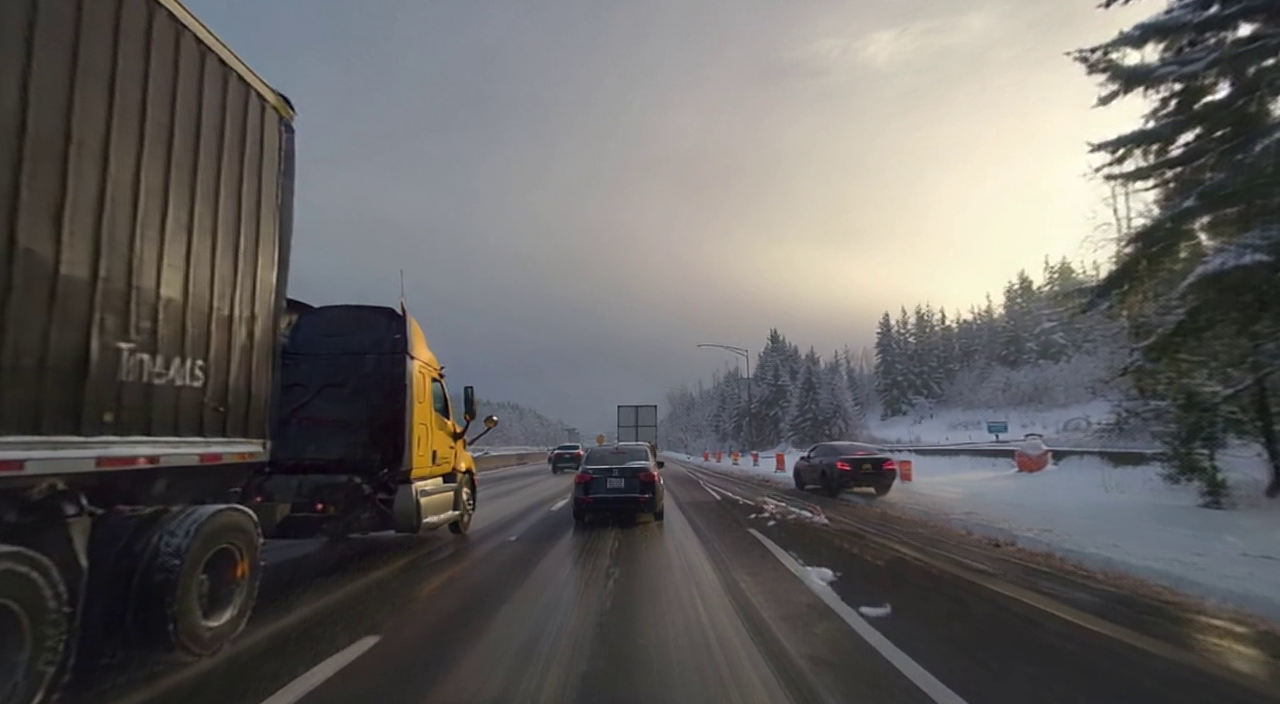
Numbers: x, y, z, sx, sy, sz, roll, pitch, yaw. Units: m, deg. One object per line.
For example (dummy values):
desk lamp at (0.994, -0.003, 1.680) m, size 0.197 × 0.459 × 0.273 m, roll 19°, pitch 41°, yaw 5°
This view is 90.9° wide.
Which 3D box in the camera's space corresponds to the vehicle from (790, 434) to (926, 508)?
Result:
vehicle at (5.239, 2.900, 15.792) m, size 1.937 × 1.601 × 3.798 m, roll 0°, pitch -9°, yaw -2°

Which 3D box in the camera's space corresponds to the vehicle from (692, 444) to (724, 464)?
vehicle at (5.260, 8.021, 49.533) m, size 1.918 × 1.479 × 4.571 m, roll 0°, pitch -9°, yaw -1°

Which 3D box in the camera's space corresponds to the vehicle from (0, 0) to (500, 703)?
vehicle at (-3.703, -0.331, 2.300) m, size 2.857 × 4.063 × 16.026 m, roll 0°, pitch -8°, yaw 0°

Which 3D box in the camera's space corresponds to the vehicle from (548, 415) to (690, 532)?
vehicle at (-0.326, 2.156, 11.665) m, size 2.152 × 1.779 × 3.924 m, roll 0°, pitch -9°, yaw 0°
